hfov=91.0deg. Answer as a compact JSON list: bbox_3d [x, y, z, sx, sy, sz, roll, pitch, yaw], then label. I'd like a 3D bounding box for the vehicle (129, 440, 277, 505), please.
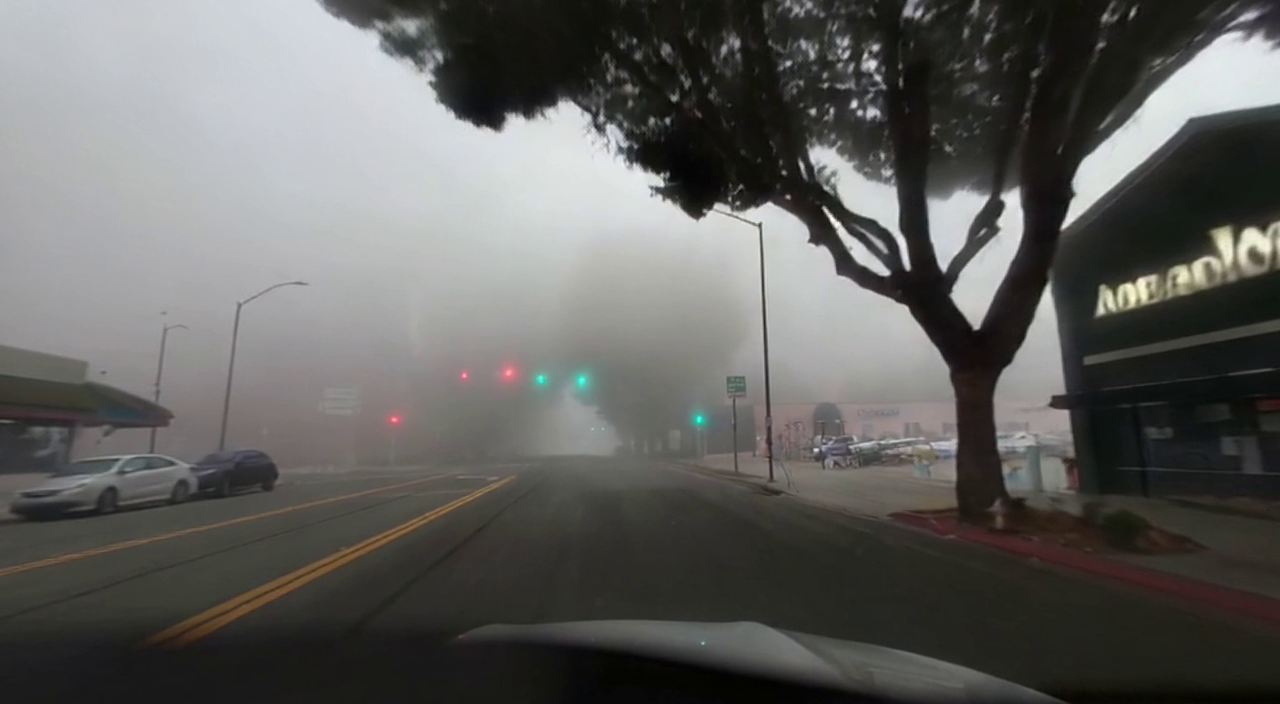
[{"bbox_3d":[-14.047,3.888,20.627,1.944,1.742,4.507,-3,-9,-5],"label":"vehicle"}]

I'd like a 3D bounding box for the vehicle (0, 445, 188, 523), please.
[{"bbox_3d":[-13.736,3.216,15.971,1.923,1.706,3.802,1,-8,-6],"label":"vehicle"}]
